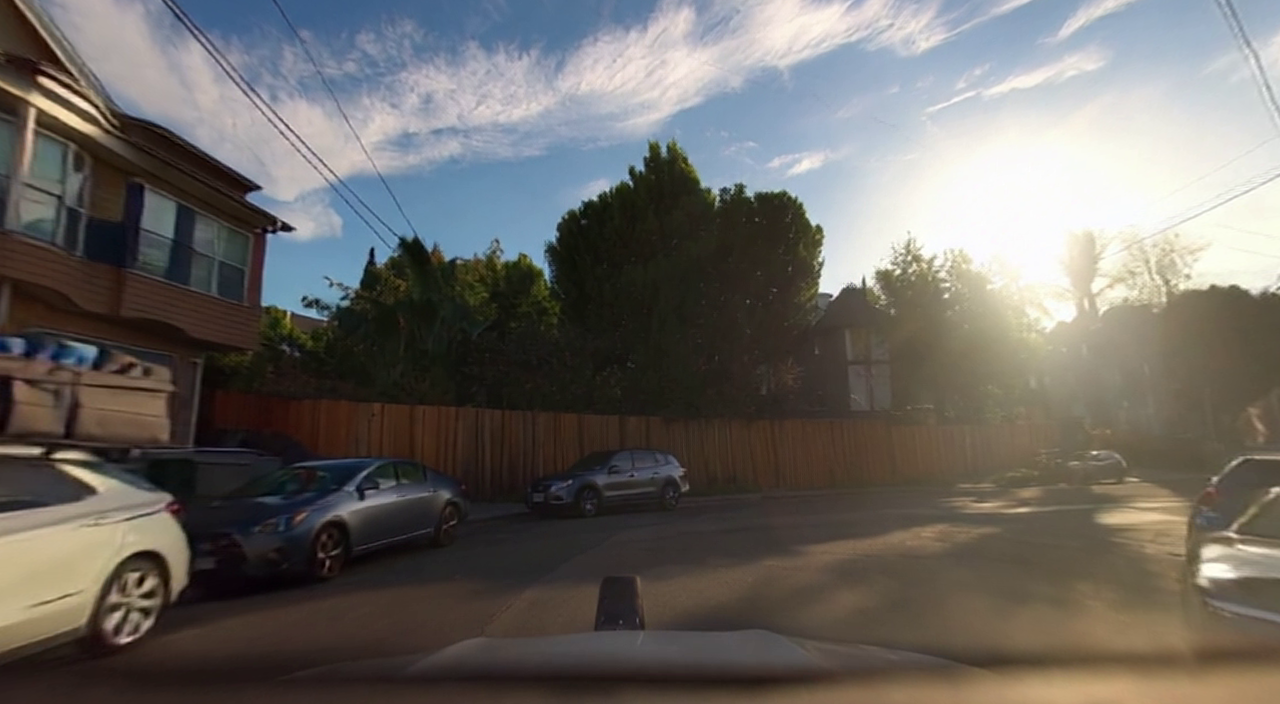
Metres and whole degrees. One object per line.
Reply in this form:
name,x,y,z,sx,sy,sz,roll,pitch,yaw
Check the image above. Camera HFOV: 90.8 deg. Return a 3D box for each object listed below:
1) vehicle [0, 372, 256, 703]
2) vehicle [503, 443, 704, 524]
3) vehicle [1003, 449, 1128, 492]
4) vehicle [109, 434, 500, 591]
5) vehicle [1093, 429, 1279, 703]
vehicle,-4.407,0.972,2.871,2.247,1.702,5.043,-4,-11,-1
vehicle,-0.718,2.865,14.476,4.217,1.547,2.082,8,-11,-43
vehicle,16.497,4.529,24.461,4.731,1.478,1.930,5,-9,-28
vehicle,-3.895,2.014,8.567,1.943,1.475,4.701,-5,-11,14
vehicle,5.053,1.395,4.920,2.054,1.509,4.671,-6,-10,39
